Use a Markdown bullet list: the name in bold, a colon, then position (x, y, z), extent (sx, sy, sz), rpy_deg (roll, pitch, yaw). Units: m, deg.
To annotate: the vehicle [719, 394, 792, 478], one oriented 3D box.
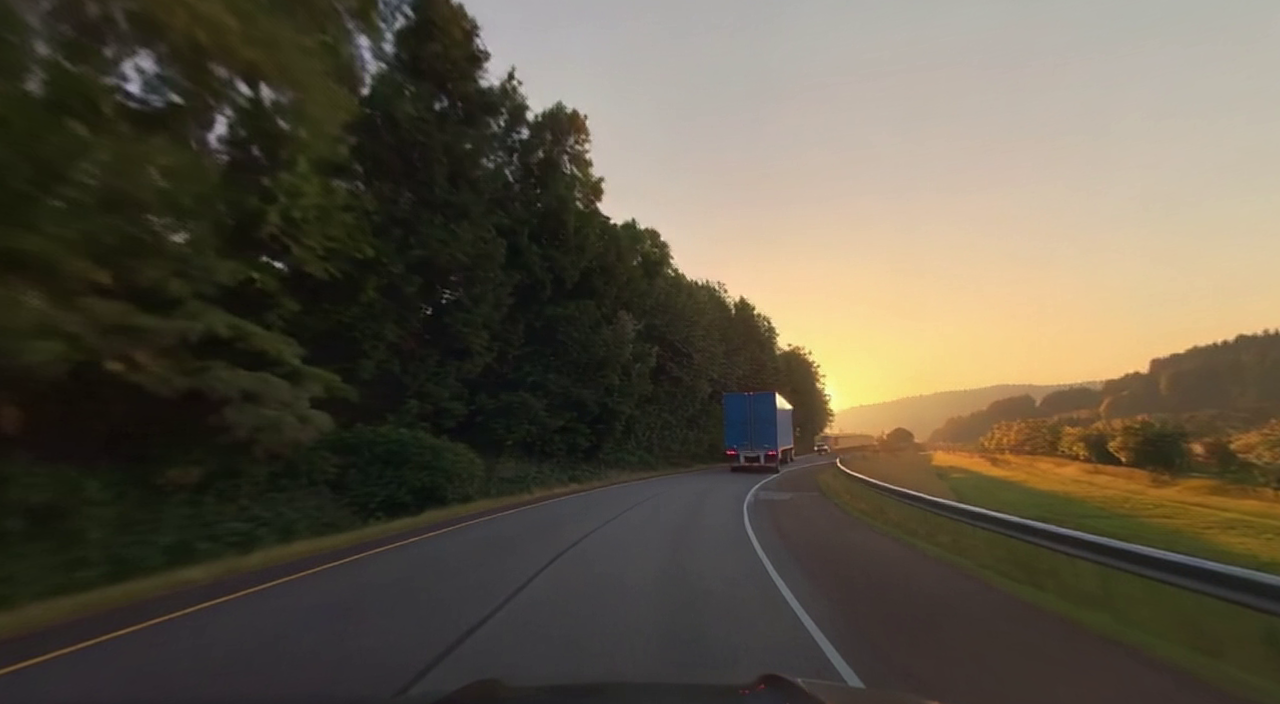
- **vehicle**: position (7.447, 5.306, 38.704), extent (3.087, 4.178, 13.682), rpy_deg (-3, -9, 15)
